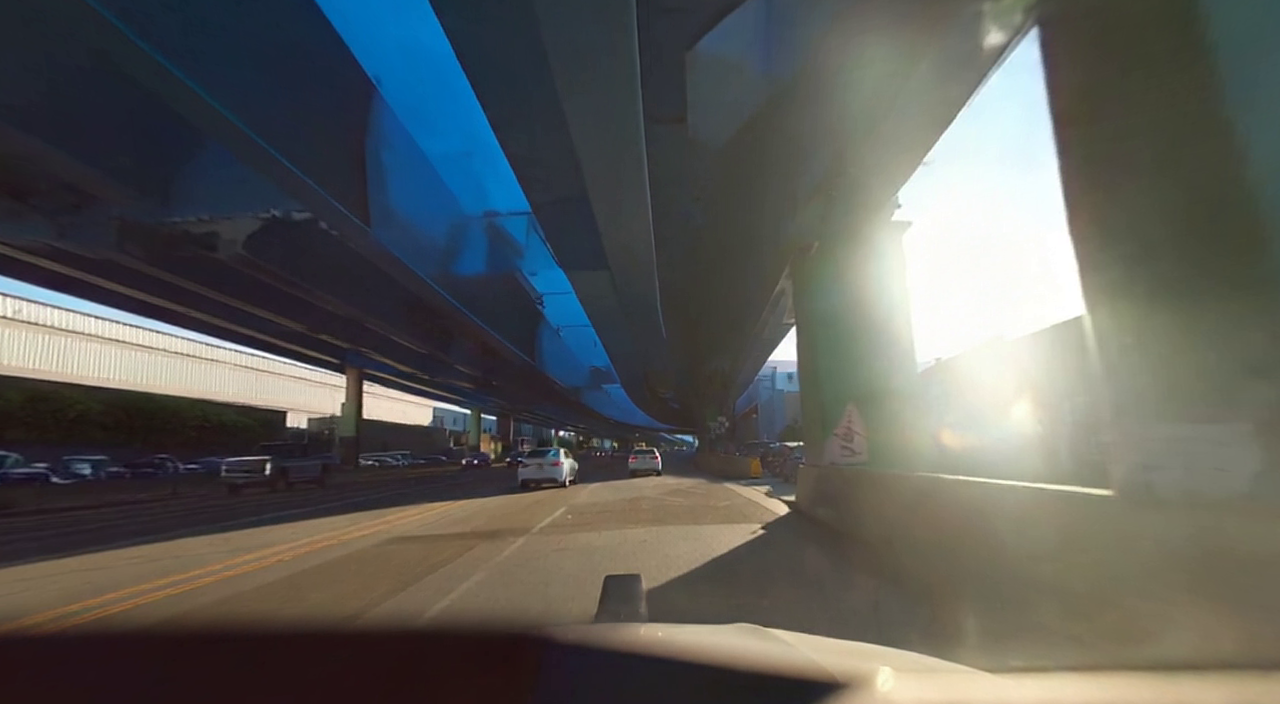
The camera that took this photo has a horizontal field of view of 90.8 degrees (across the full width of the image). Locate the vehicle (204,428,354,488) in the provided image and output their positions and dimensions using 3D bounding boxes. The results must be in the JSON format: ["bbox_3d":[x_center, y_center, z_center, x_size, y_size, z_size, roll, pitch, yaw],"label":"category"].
[{"bbox_3d":[-17.602,5.245,31.535,3.082,2.608,6.994,-1,-9,3],"label":"vehicle"}]

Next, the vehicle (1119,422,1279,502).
[{"bbox_3d":[13.518,2.453,14.277,1.885,1.534,4.690,0,-9,3],"label":"vehicle"}]

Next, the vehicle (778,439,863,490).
[{"bbox_3d":[6.275,3.945,22.444,2.023,1.627,3.971,0,-9,3],"label":"vehicle"}]

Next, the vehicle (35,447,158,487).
[{"bbox_3d":[-28.459,6.011,33.346,2.174,1.824,4.764,1,-8,0],"label":"vehicle"}]

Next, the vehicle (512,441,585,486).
[{"bbox_3d":[-3.388,4.240,24.335,2.024,1.533,4.549,-1,-9,2],"label":"vehicle"}]

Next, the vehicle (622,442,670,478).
[{"bbox_3d":[0.284,5.125,30.278,2.155,1.571,3.734,-1,-9,1],"label":"vehicle"}]
